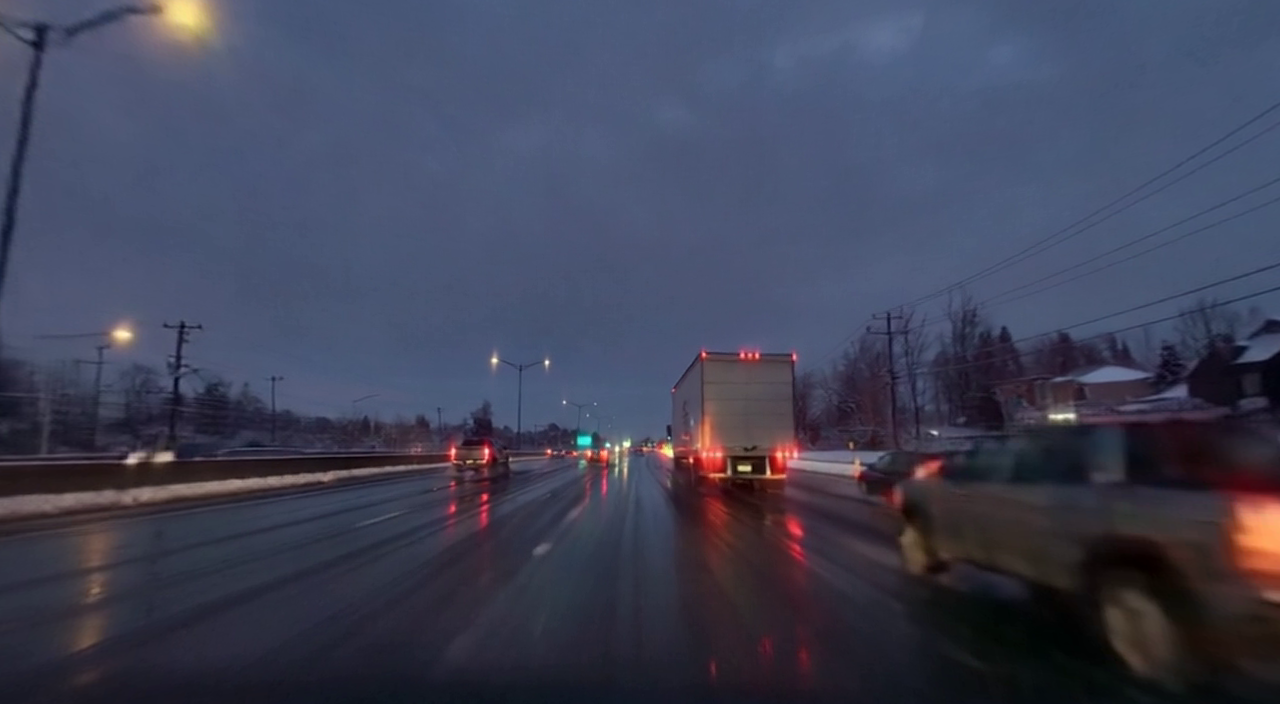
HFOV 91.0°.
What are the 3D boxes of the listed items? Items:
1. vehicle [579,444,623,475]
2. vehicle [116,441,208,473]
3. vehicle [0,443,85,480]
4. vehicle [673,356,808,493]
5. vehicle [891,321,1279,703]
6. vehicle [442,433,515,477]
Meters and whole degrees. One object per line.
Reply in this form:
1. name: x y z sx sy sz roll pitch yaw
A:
1. vehicle: -2.056 5.789 34.134 2.060 1.508 4.308 0 -9 1
2. vehicle: -22.865 5.021 30.303 1.583 1.457 3.580 0 -9 0
3. vehicle: -26.166 4.618 26.856 1.613 1.449 3.631 0 -9 0
4. vehicle: 3.177 2.931 23.956 3.045 3.923 11.834 0 -9 -1
5. vehicle: 3.492 0.952 3.470 2.182 1.782 4.800 0 -9 -1
6. vehicle: -7.297 4.704 28.998 2.147 1.825 4.602 0 -9 0
